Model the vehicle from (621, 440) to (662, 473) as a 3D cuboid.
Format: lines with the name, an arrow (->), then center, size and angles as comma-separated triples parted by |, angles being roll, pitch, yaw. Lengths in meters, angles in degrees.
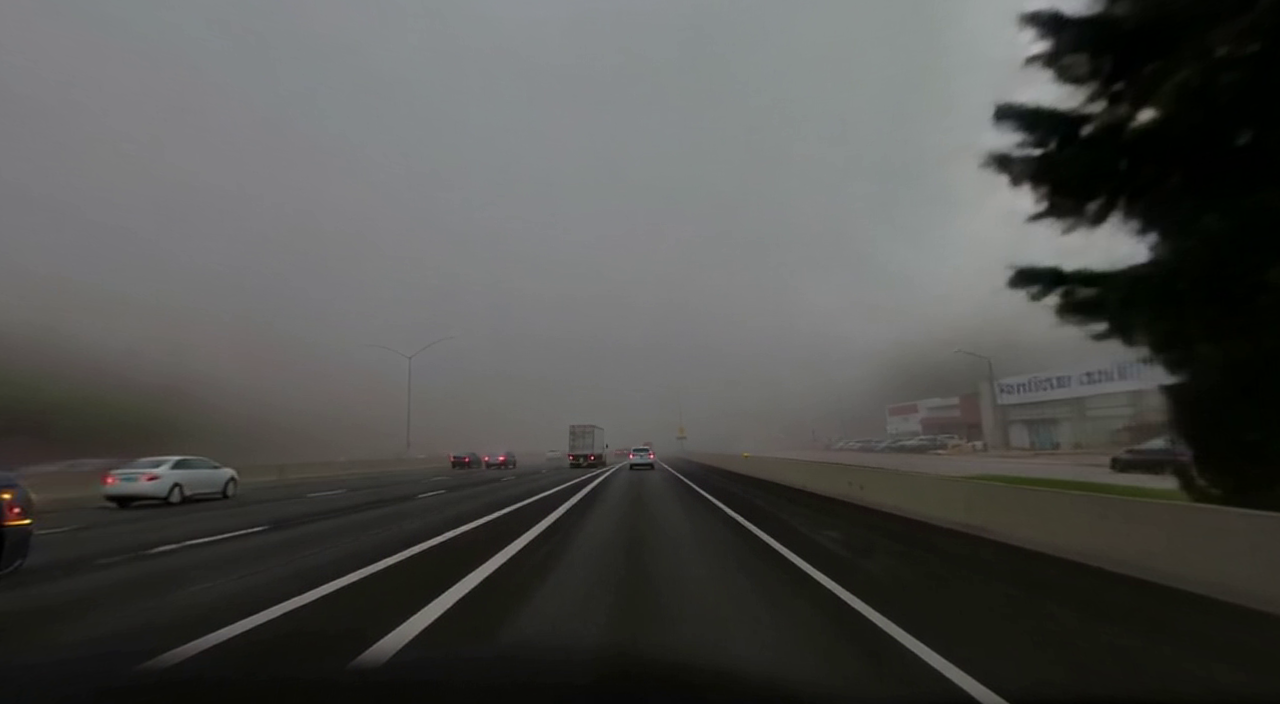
vehicle -> 0.108, 6.108, 37.280 | 2.227, 1.794, 4.646 | 0, -8, 1

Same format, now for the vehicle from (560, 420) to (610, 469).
vehicle -> -4.164, 7.231, 49.361 | 2.796, 3.426, 8.553 | -1, -8, 2

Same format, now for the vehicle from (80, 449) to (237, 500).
vehicle -> -18.324, 4.635, 24.397 | 2.076, 1.709, 4.893 | -1, -8, 2

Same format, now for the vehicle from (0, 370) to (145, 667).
vehicle -> -5.048, 0.836, 2.584 | 2.200, 1.793, 4.586 | 0, -8, 2

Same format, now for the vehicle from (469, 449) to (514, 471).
vehicle -> -10.799, 7.903, 46.274 | 1.928, 1.480, 4.823 | -1, -8, 2
